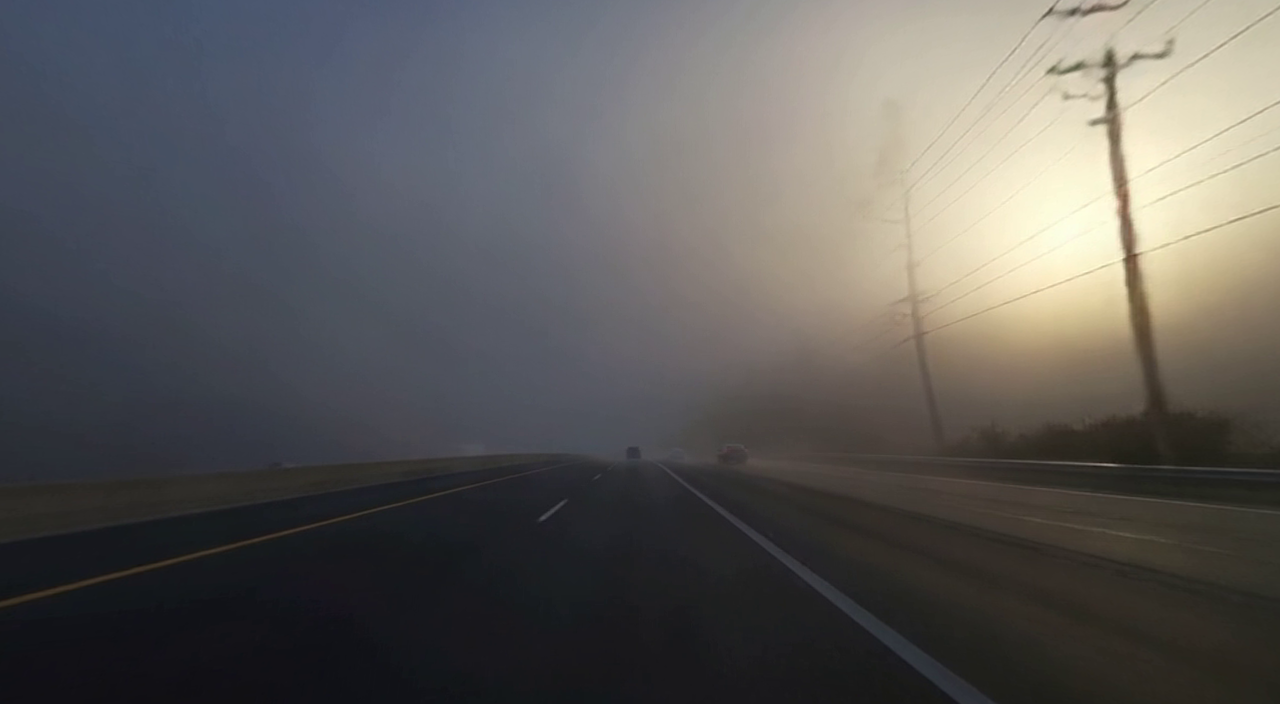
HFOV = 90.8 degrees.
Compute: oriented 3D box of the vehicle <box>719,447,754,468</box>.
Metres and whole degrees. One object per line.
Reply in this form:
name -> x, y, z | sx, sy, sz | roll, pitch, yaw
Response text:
vehicle -> 6.898, 7.577, 45.694 | 1.817, 1.440, 4.075 | 0, -9, -1
